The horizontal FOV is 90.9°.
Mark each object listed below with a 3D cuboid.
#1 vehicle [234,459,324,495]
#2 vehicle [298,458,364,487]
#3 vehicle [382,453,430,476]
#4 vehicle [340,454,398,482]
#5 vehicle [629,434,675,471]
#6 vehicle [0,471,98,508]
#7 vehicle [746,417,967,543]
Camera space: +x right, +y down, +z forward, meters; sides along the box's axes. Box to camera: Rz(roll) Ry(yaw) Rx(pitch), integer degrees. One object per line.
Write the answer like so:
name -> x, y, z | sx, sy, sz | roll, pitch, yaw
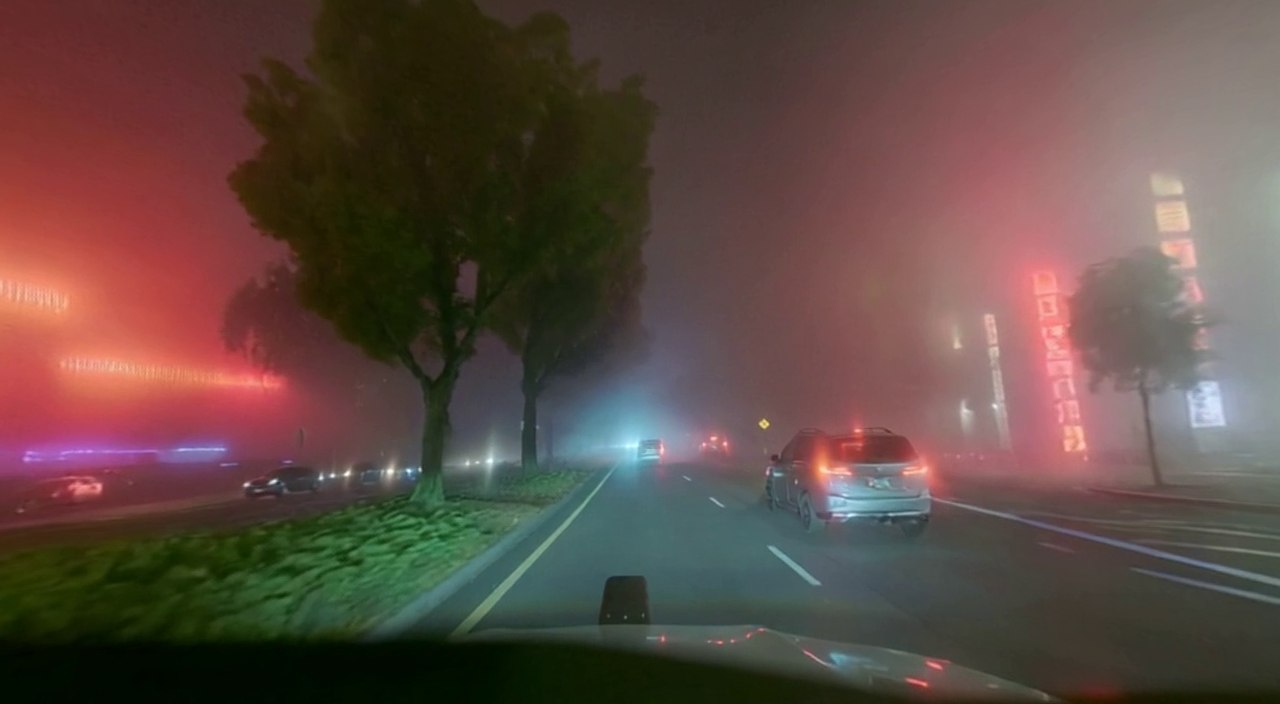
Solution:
vehicle -> -18.508, 6.386, 32.592 | 1.853, 1.614, 4.514 | -1, -8, 2
vehicle -> -18.458, 7.206, 37.865 | 1.786, 1.523, 4.309 | 0, -8, -1
vehicle -> -18.373, 8.852, 49.758 | 1.956, 1.647, 4.643 | 0, -8, 1
vehicle -> -18.491, 7.907, 43.225 | 2.049, 1.678, 4.376 | 0, -8, 0
vehicle -> 0.523, 4.933, 31.011 | 2.125, 1.669, 3.880 | 0, -8, -1
vehicle -> -29.714, 6.715, 30.887 | 4.483, 1.618, 1.829 | 0, -8, -2
vehicle -> 3.164, 1.988, 10.466 | 1.931, 1.591, 4.708 | 0, -8, -1
